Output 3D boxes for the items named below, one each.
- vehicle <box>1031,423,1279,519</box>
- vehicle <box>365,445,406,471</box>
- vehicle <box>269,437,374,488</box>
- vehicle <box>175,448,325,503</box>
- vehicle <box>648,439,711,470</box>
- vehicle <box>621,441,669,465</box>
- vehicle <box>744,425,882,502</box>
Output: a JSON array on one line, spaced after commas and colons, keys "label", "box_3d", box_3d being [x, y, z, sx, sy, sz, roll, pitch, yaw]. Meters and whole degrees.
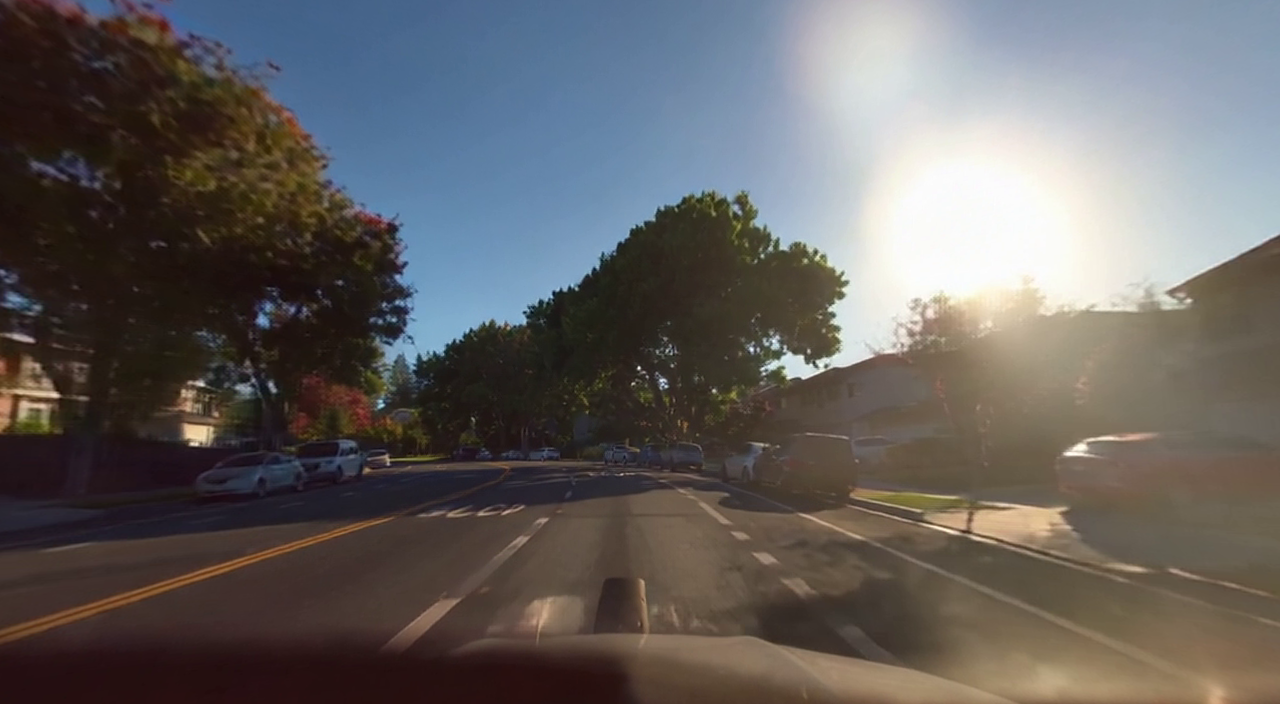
[{"label": "vehicle", "box_3d": [10.297, 2.170, 11.921, 4.512, 1.477, 1.927, -2, -9, -3]}, {"label": "vehicle", "box_3d": [-15.493, 6.456, 38.660, 1.943, 1.476, 4.714, 3, -9, -17]}, {"label": "vehicle", "box_3d": [-12.481, 4.324, 25.187, 2.107, 1.810, 4.708, 1, -8, -6]}, {"label": "vehicle", "box_3d": [-11.970, 3.783, 19.857, 2.012, 1.478, 4.661, 1, -8, -4]}, {"label": "vehicle", "box_3d": [2.166, 5.753, 35.805, 2.367, 1.614, 4.463, 3, -9, -13]}, {"label": "vehicle", "box_3d": [0.289, 6.743, 42.405, 1.844, 1.485, 4.193, 4, -9, -19]}, {"label": "vehicle", "box_3d": [4.451, 2.966, 17.172, 2.184, 1.770, 4.651, 1, -8, -4]}]
